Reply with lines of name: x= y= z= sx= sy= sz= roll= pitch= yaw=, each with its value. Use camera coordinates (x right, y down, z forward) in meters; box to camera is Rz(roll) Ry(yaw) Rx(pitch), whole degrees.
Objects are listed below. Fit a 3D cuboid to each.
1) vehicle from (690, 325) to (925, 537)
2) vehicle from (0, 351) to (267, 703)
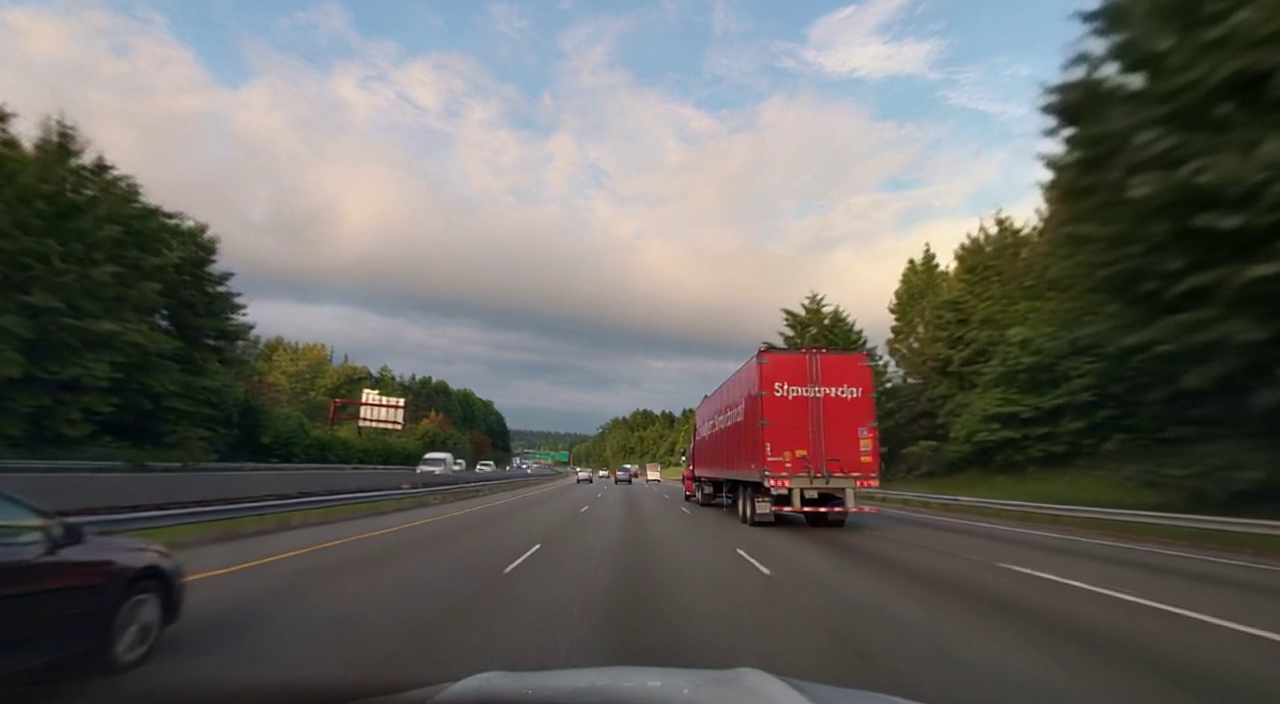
vehicle: x=3.937 y=2.861 z=19.803 sx=2.992 sy=4.300 sz=13.967 roll=1 pitch=-11 yaw=-2
vehicle: x=-3.719 y=0.791 z=2.102 sx=2.070 sy=1.775 sz=4.646 roll=1 pitch=-11 yaw=-1
